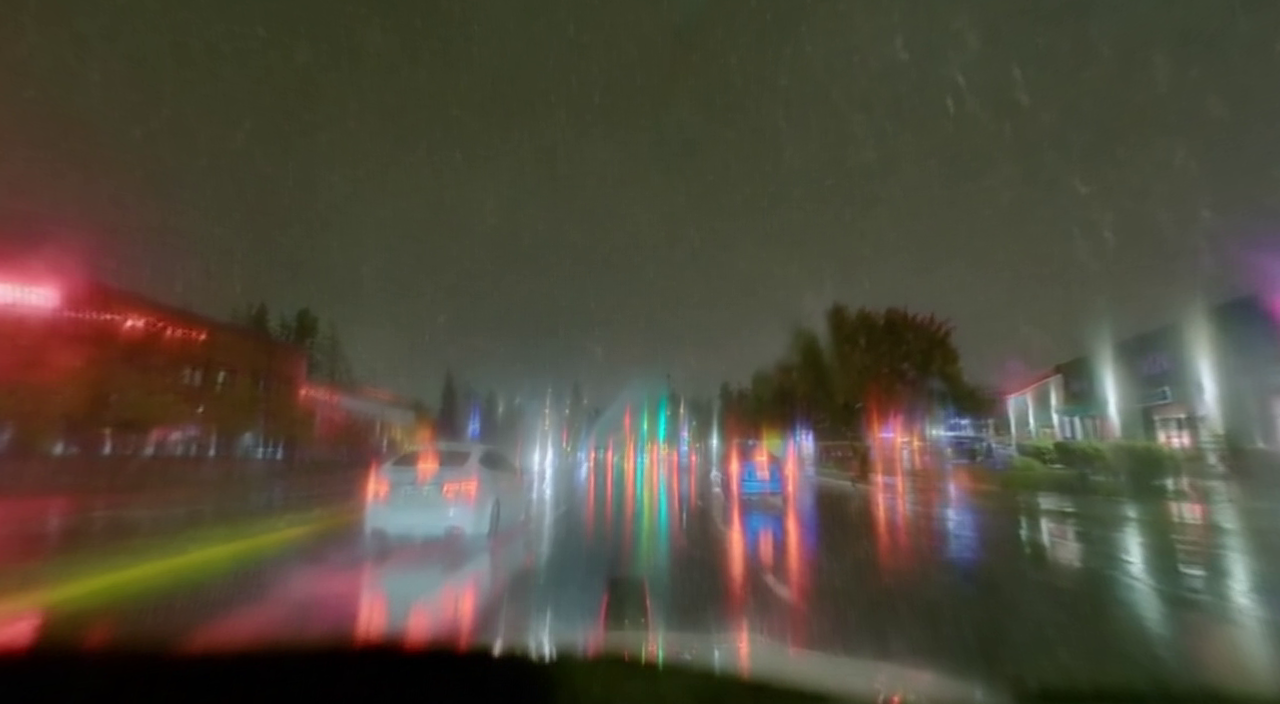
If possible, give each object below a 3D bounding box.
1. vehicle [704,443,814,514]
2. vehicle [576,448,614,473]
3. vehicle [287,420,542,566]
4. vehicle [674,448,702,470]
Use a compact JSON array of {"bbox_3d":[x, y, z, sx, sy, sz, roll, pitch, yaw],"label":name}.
[{"bbox_3d":[2.810,3.066,15.831,1.946,1.513,4.133,0,-8,0],"label":"vehicle"},{"bbox_3d":[-2.840,6.952,40.572,2.040,1.471,4.211,-1,-8,2],"label":"vehicle"},{"bbox_3d":[-2.979,1.993,9.785,2.032,1.639,5.037,0,-8,1],"label":"vehicle"},{"bbox_3d":[3.639,8.216,48.503,1.931,1.552,4.125,0,-8,1],"label":"vehicle"}]
